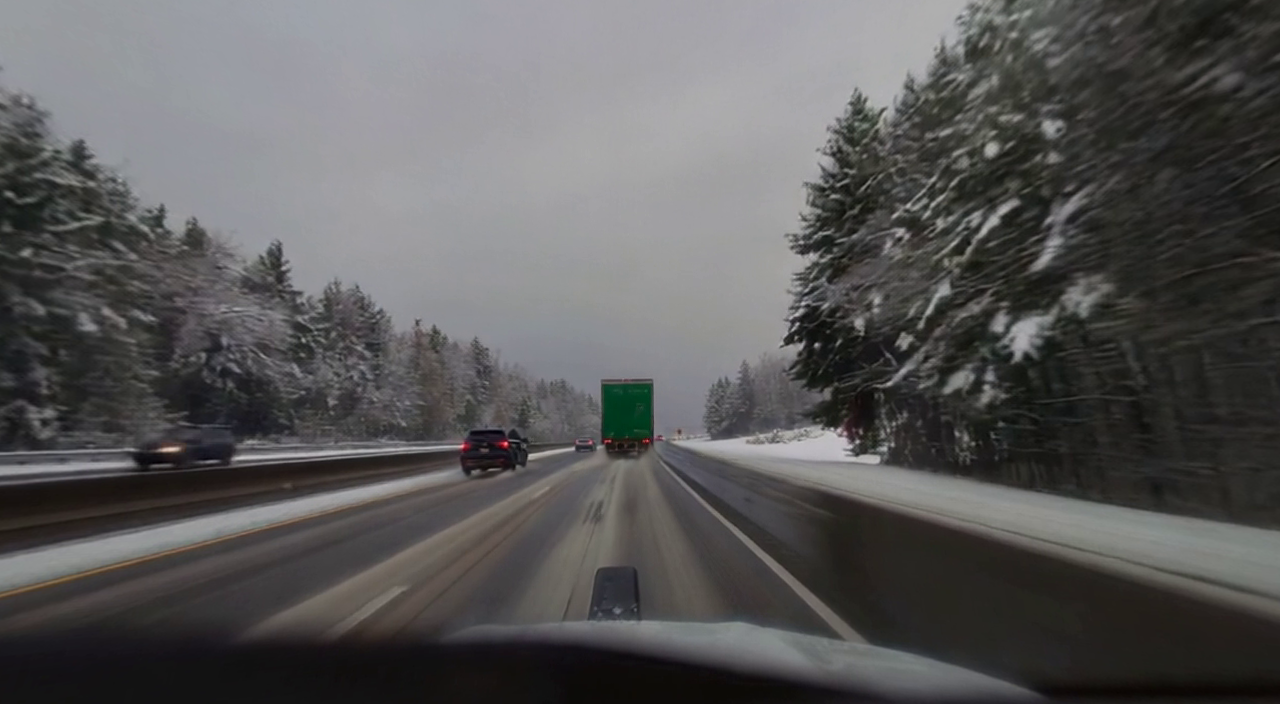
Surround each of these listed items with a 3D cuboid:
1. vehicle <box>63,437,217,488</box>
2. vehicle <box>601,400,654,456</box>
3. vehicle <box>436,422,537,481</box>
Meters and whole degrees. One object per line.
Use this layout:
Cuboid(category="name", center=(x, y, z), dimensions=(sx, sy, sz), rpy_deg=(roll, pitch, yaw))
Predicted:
Cuboid(category="vehicle", center=(-18.022, 3.959, 23.058), dimensions=(2.024, 1.664, 4.381), rpy_deg=(0, -8, 0))
Cuboid(category="vehicle", center=(-0.584, 3.480, 28.630), dimensions=(2.319, 2.461, 1.270), rpy_deg=(1, -8, -3))
Cuboid(category="vehicle", center=(-4.853, 3.218, 20.636), dimensions=(2.138, 1.697, 4.587), rpy_deg=(0, -8, 0))
